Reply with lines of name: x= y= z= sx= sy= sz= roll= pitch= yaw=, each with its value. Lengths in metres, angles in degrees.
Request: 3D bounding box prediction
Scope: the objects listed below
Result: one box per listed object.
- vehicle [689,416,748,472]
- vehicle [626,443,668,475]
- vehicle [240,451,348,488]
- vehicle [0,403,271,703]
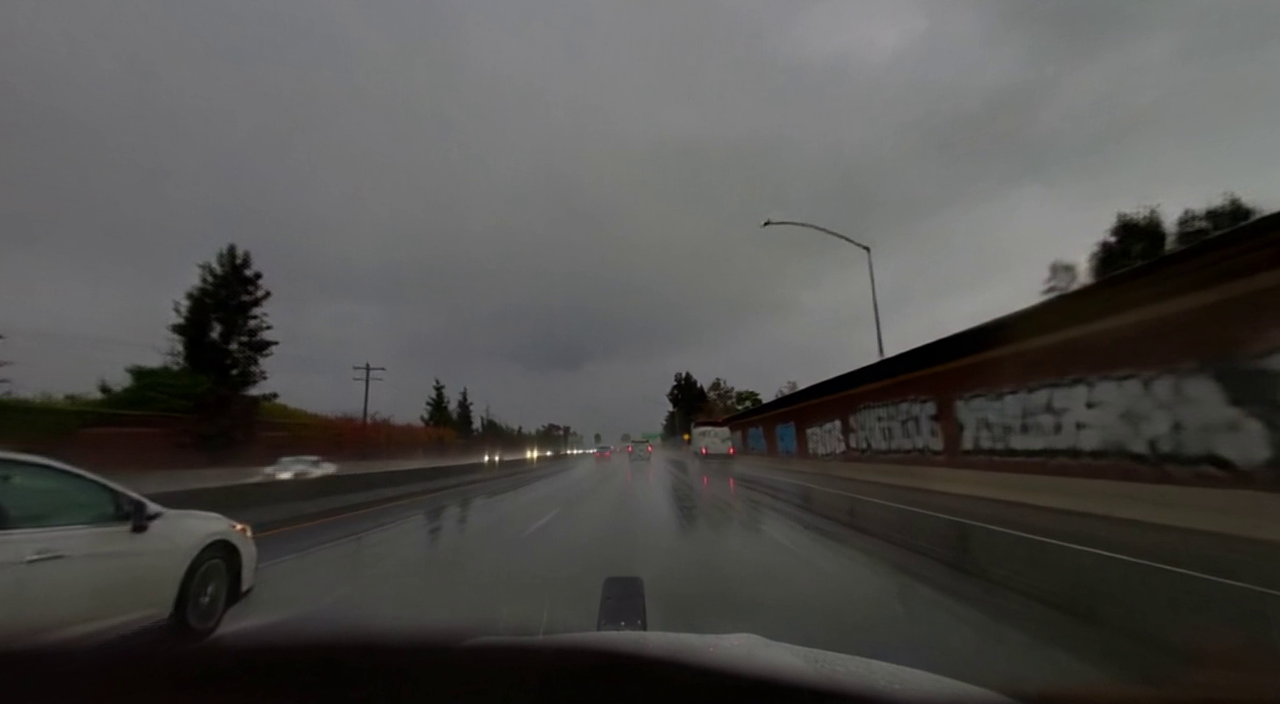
vehicle: x=4.426 y=5.362 z=36.621 sx=2.549 sy=2.931 sz=6.310 roll=0 pitch=-9 yaw=0
vehicle: x=0.326 y=5.514 z=32.690 sx=2.009 sy=1.506 sz=4.091 roll=0 pitch=-9 yaw=0
vehicle: x=-16.550 y=5.641 z=30.561 sx=2.207 sy=1.599 sz=5.423 roll=0 pitch=-9 yaw=0
vehicle: x=-3.715 y=0.899 z=2.336 sx=2.023 sy=1.444 sz=4.379 roll=0 pitch=-9 yaw=0
